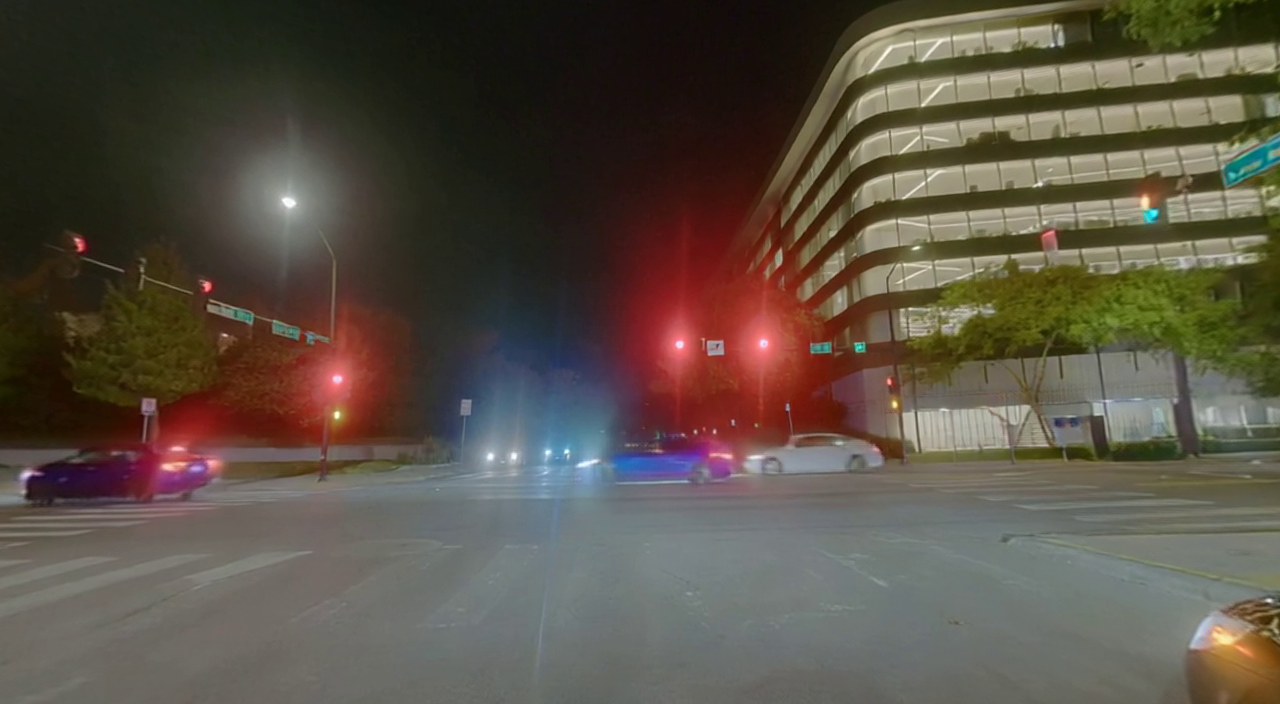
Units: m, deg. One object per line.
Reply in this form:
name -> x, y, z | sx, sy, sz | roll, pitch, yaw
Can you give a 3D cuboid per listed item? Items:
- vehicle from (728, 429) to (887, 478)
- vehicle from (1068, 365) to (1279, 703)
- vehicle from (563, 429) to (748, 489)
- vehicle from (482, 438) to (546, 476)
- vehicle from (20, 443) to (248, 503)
vehicle -> 5.349, 3.305, 20.538 | 4.623, 1.477, 1.884 | 0, -8, 0
vehicle -> 2.886, 0.679, 0.833 | 1.947, 1.576, 3.825 | 0, -8, 1
vehicle -> 0.393, 2.871, 17.014 | 4.723, 1.484, 1.883 | 0, -8, 0
vehicle -> -5.960, 5.027, 30.268 | 2.115, 1.690, 4.322 | 0, -8, 1
vehicle -> -13.399, 3.194, 16.844 | 4.464, 1.472, 1.867 | 0, -8, 0
